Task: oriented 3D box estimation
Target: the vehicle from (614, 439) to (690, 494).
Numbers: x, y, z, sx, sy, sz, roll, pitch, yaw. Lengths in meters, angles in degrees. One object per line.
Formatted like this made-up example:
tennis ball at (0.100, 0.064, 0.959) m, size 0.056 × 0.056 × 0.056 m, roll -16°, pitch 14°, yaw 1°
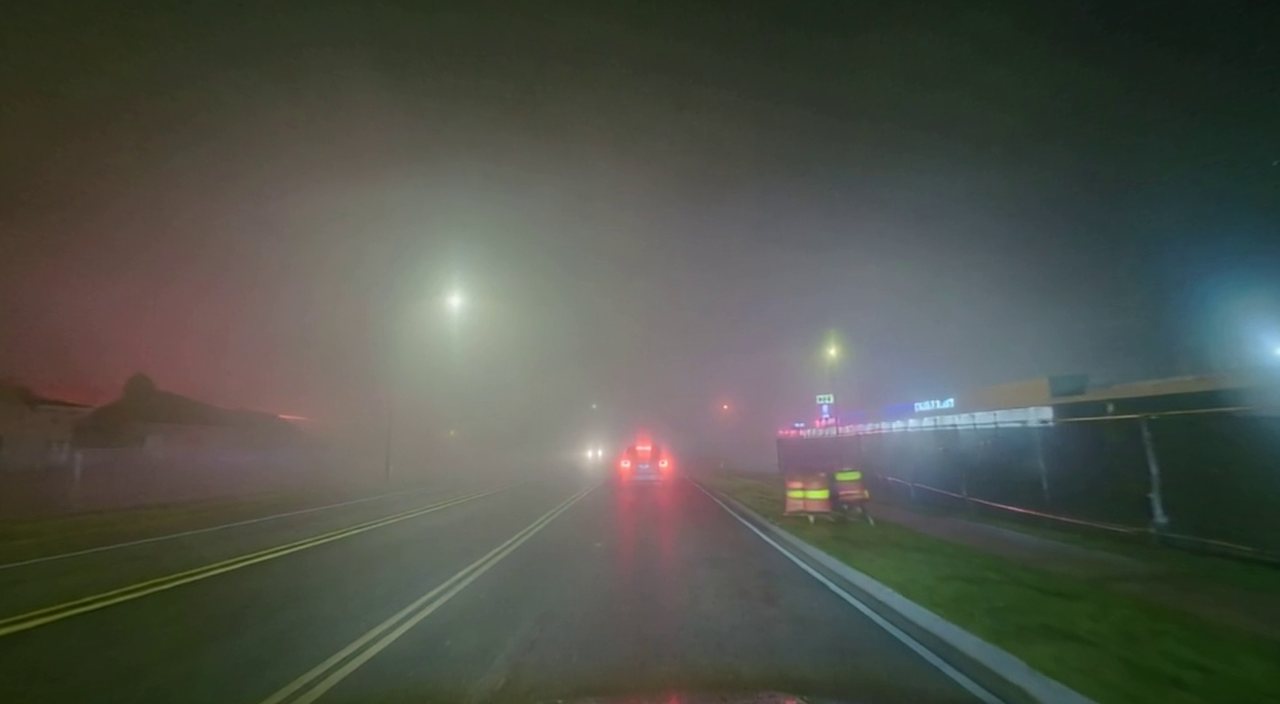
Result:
vehicle at (0.310, 3.557, 19.787) m, size 2.144 × 1.514 × 4.063 m, roll 0°, pitch -9°, yaw 0°

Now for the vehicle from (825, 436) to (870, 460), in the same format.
vehicle at (16.374, 7.590, 49.705) m, size 2.101 × 1.825 × 4.700 m, roll -1°, pitch -9°, yaw 3°

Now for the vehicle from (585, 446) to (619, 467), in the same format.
vehicle at (-2.804, 7.826, 47.100) m, size 2.208 × 1.520 × 4.358 m, roll 0°, pitch -9°, yaw 1°
